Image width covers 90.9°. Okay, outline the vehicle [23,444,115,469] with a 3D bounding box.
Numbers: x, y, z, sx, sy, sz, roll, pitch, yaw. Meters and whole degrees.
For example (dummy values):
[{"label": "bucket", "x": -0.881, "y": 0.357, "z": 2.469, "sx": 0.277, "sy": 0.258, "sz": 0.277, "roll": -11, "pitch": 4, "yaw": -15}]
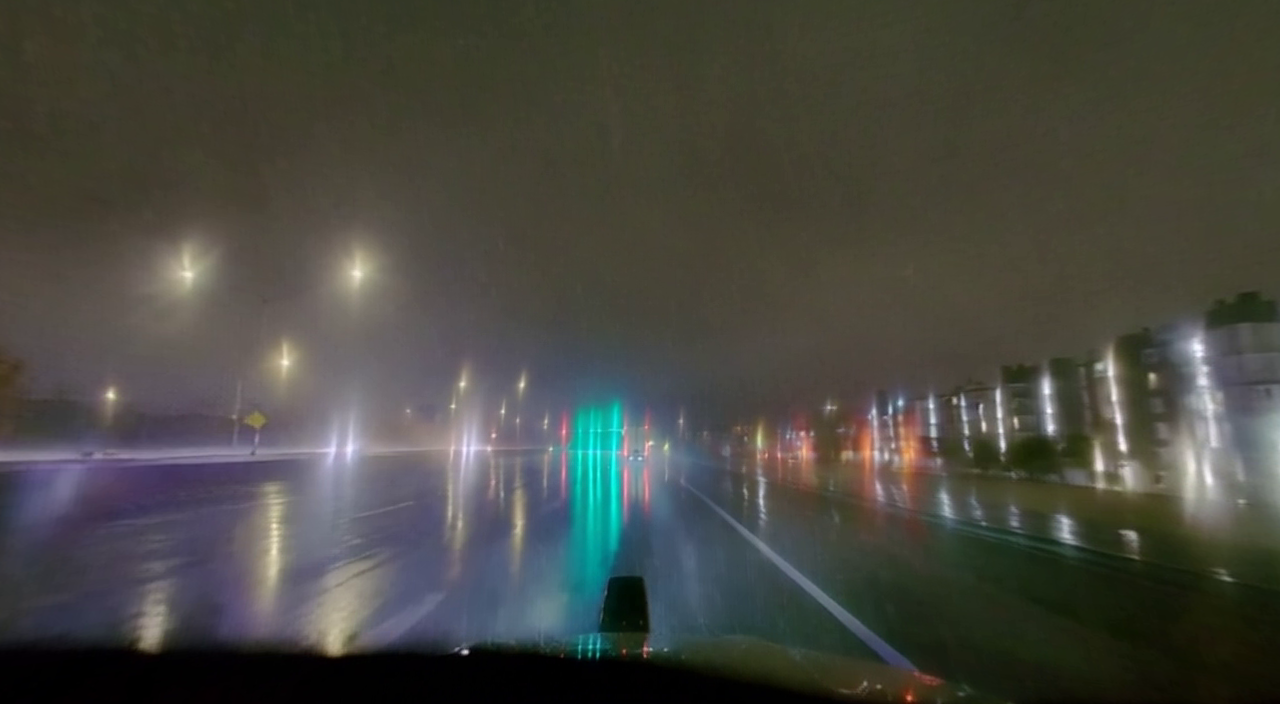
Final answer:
[{"label": "vehicle", "x": -36.833, "y": 6.727, "z": 40.833, "sx": 1.788, "sy": 1.473, "sz": 4.505, "roll": 0, "pitch": -8, "yaw": -1}]
